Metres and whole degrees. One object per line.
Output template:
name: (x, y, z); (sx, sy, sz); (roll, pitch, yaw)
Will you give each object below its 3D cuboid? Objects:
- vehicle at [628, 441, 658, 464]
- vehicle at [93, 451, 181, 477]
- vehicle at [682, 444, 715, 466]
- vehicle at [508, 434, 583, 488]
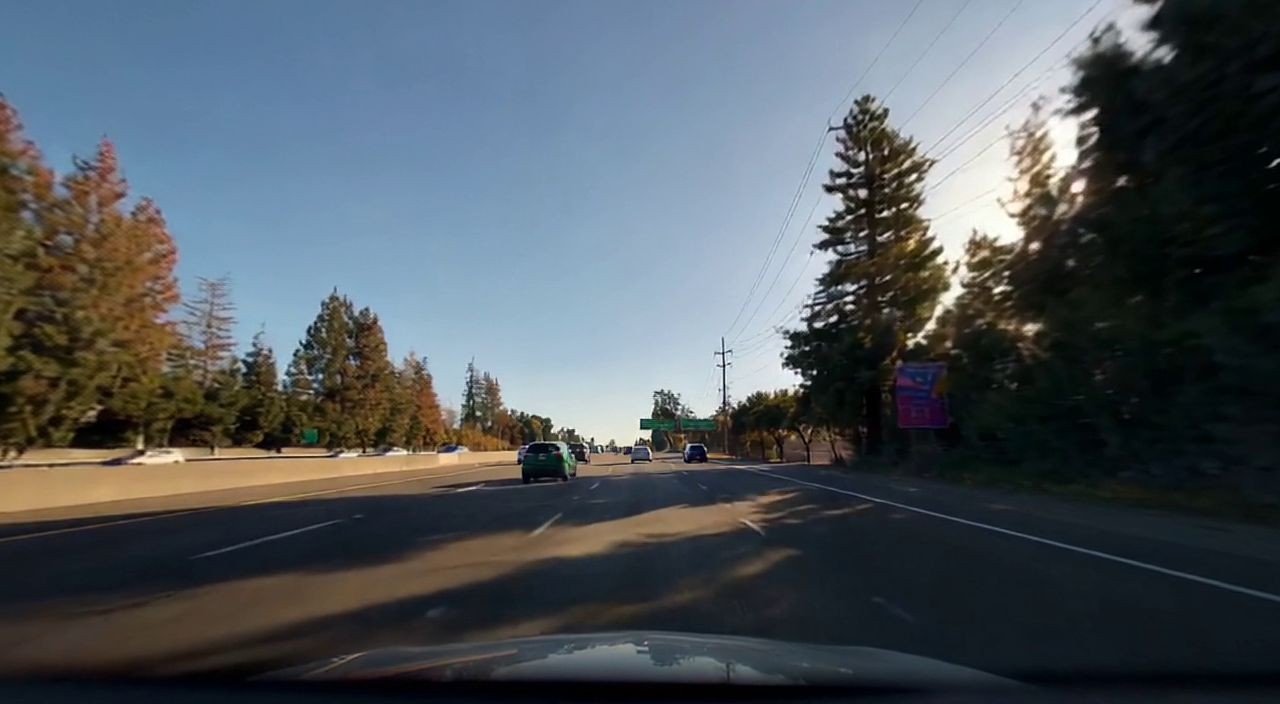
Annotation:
vehicle: (0.207, 7.610, 47.697); (2.156, 1.647, 3.987); (0, -8, 1)
vehicle: (-32.399, 7.198, 40.782); (1.904, 1.558, 4.504); (0, -8, 1)
vehicle: (4.195, 7.415, 45.675); (1.964, 1.479, 4.252); (0, -8, -1)
vehicle: (-3.221, 3.797, 22.314); (1.961, 1.704, 4.052); (0, -8, 1)
